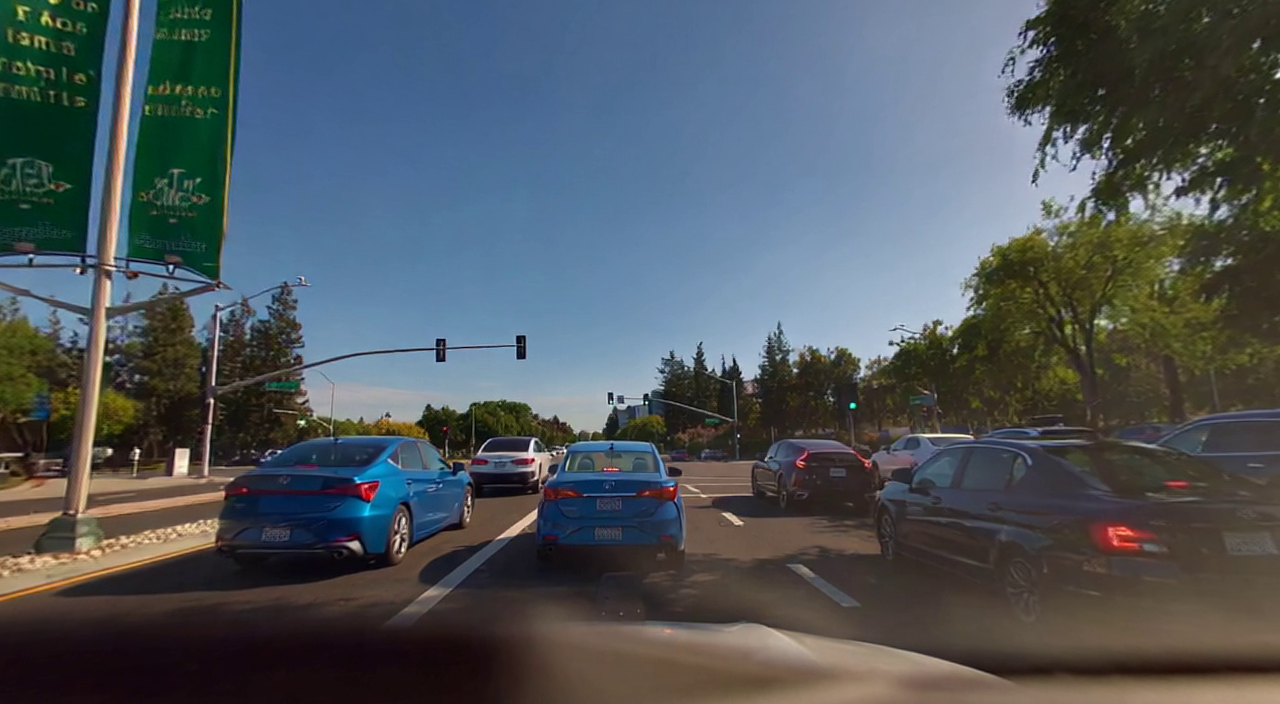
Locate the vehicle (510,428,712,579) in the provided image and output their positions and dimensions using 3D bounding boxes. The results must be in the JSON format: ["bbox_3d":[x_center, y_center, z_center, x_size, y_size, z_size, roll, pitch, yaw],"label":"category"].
[{"bbox_3d":[-0.315,1.784,8.174,1.994,1.479,3.647,0,-9,-1],"label":"vehicle"}]

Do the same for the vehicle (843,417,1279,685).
[{"bbox_3d":[3.596,1.439,5.802,1.953,1.471,4.470,0,-9,0],"label":"vehicle"}]

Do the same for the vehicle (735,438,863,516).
[{"bbox_3d":[3.404,2.737,14.339,1.852,1.498,3.825,0,-9,-1],"label":"vehicle"}]

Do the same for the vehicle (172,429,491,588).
[{"bbox_3d":[-3.370,1.770,8.005,1.929,1.457,4.136,0,-9,0],"label":"vehicle"}]
